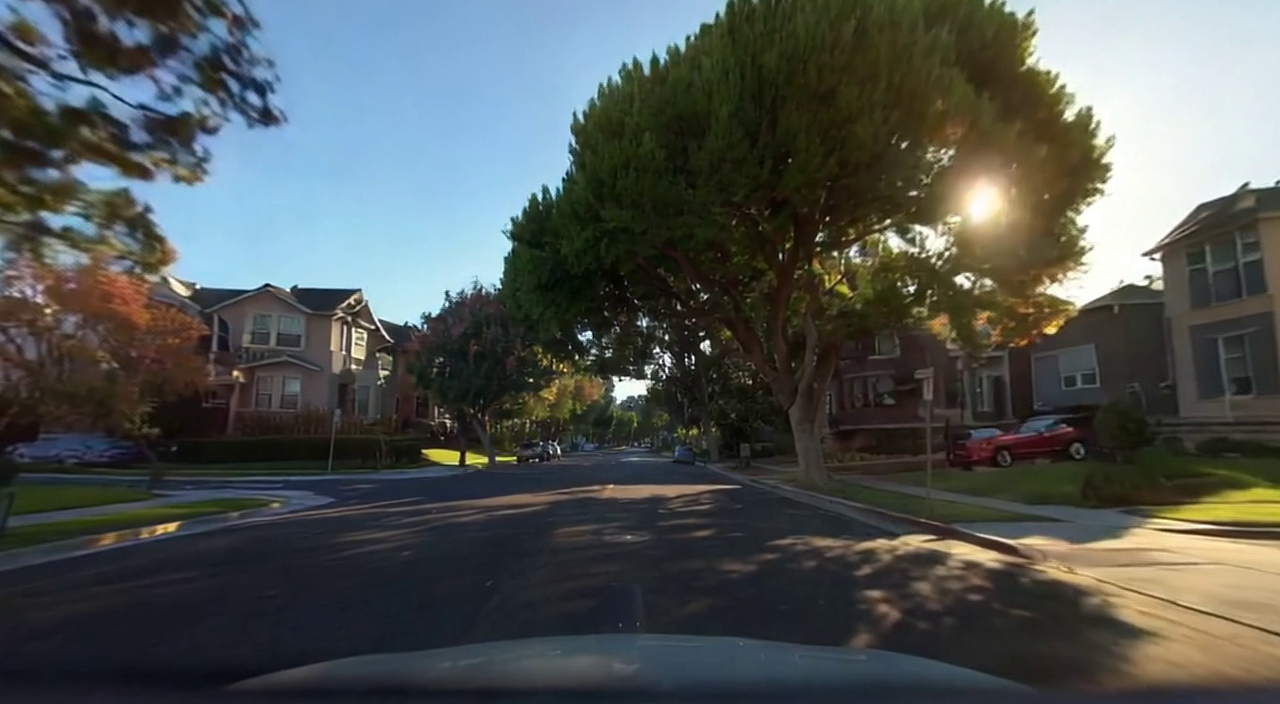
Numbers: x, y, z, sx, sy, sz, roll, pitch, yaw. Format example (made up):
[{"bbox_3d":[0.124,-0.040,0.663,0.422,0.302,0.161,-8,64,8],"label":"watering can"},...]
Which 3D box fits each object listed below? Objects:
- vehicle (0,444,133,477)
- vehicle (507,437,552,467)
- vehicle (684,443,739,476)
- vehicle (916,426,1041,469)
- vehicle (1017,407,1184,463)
[{"bbox_3d":[-26.020,4.888,28.567,4.330,1.430,1.833,0,-9,-1],"label":"vehicle"},{"bbox_3d":[-7.874,7.200,45.392,2.230,2.025,4.977,0,-9,1],"label":"vehicle"},{"bbox_3d":[3.334,5.136,30.334,1.956,1.468,4.698,0,-9,-2],"label":"vehicle"},{"bbox_3d":[13.070,3.756,24.743,2.068,1.522,4.810,0,-9,-3],"label":"vehicle"},{"bbox_3d":[18.073,3.376,25.224,2.315,1.991,5.686,0,-9,-1],"label":"vehicle"}]
